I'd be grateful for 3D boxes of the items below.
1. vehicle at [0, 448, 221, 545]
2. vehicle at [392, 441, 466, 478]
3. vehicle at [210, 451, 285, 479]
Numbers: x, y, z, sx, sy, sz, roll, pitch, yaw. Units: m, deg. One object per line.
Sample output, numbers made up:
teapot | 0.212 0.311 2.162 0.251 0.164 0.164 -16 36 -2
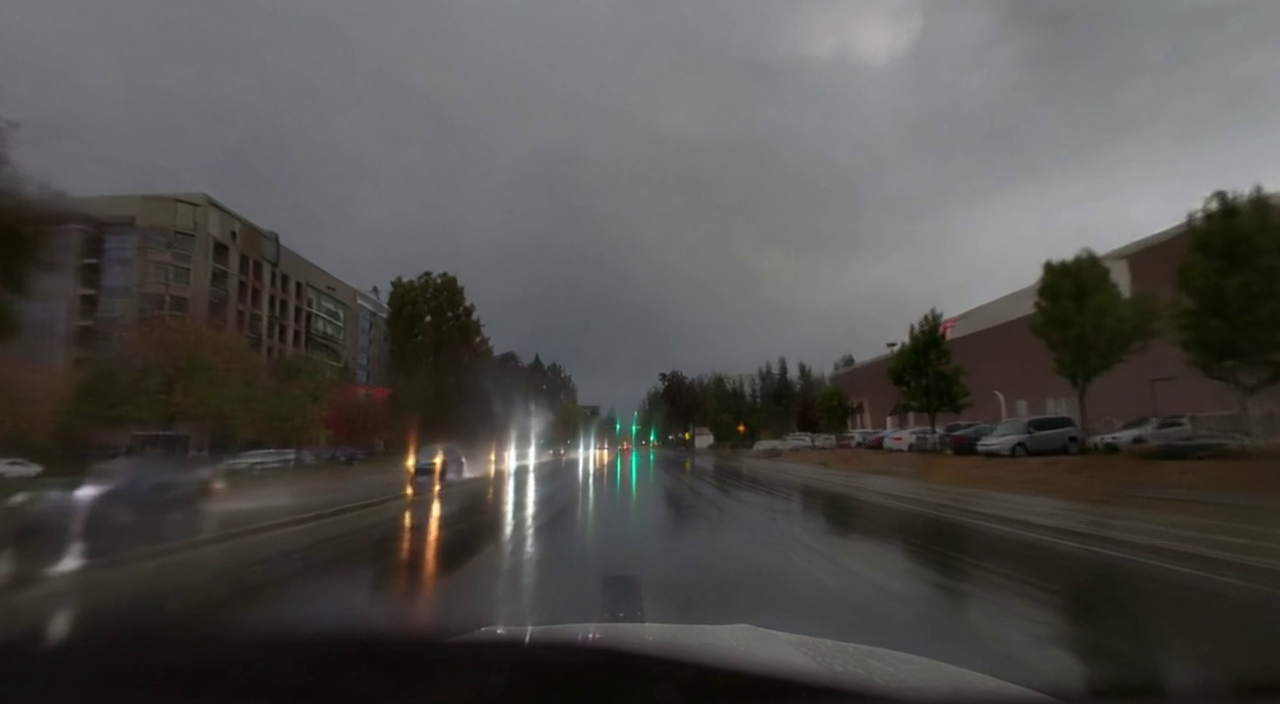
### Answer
vehicle | -10.816 2.636 12.317 2.020 1.490 4.657 0 -8 1
vehicle | -10.425 5.329 31.628 2.025 1.704 4.523 0 -9 1
vehicle | -27.093 7.781 43.764 1.849 1.724 4.516 -3 -9 9
